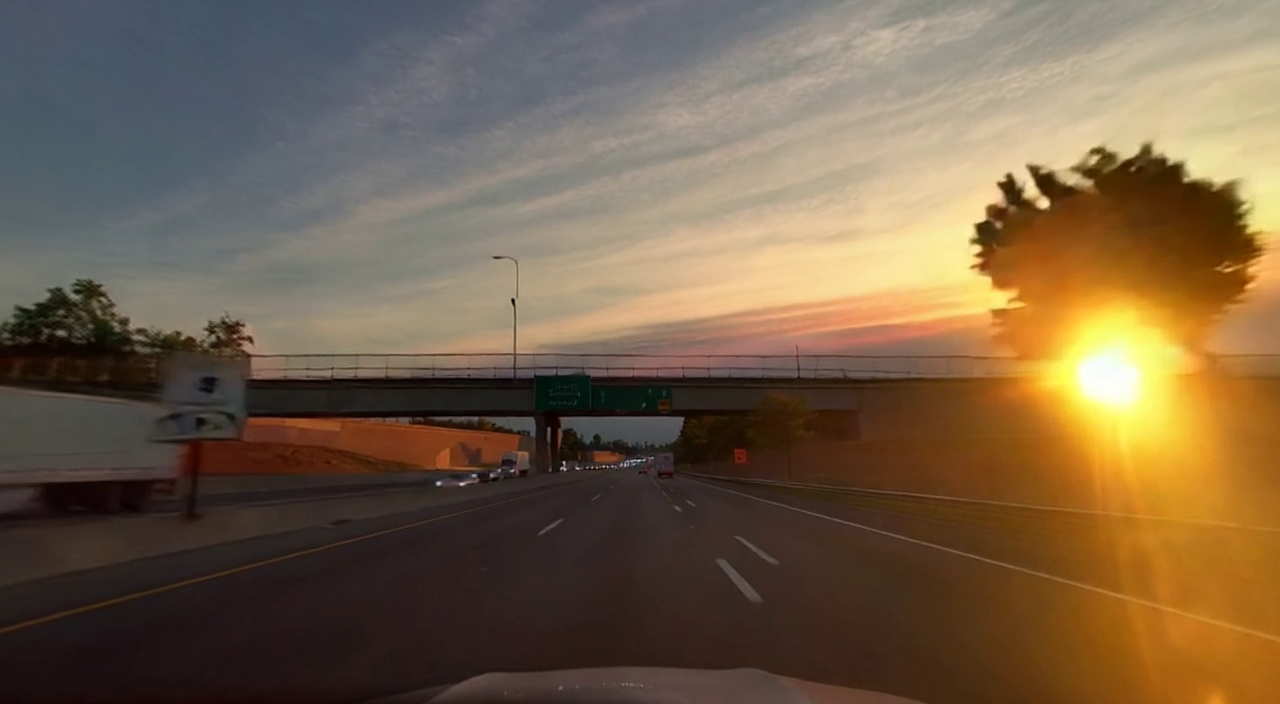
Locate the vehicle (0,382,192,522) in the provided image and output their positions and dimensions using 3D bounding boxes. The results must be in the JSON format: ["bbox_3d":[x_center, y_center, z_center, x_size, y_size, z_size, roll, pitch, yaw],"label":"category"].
[{"bbox_3d":[-20.482,3.070,19.375,2.856,4.088,14.105,1,-10,1],"label":"vehicle"}]

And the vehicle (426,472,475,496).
[{"bbox_3d":[-12.360,8.616,41.391,1.892,1.440,4.385,1,-10,0],"label":"vehicle"}]
